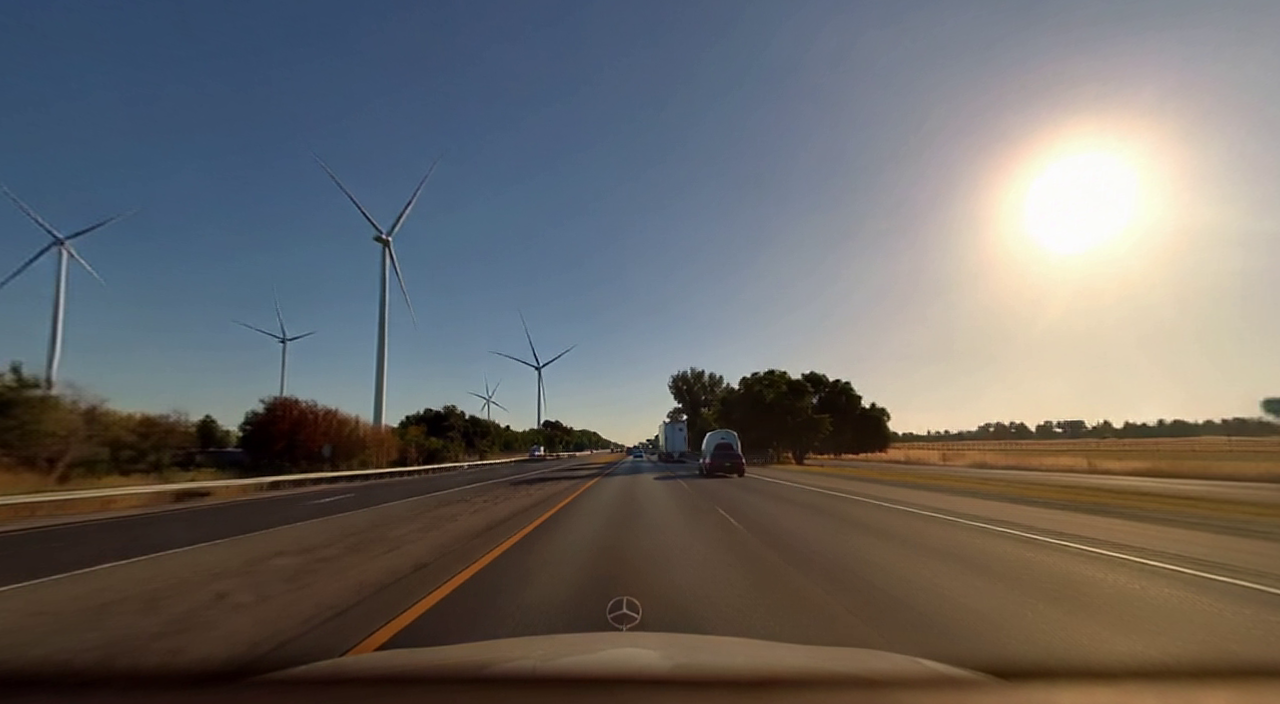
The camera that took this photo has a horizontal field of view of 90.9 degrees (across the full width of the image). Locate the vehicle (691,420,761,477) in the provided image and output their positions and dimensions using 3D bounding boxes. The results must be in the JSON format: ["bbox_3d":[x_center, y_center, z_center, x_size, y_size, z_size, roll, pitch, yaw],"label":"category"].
[{"bbox_3d":[4.290,5.001,32.484,2.609,2.648,5.397,0,-9,-2],"label":"vehicle"}]
